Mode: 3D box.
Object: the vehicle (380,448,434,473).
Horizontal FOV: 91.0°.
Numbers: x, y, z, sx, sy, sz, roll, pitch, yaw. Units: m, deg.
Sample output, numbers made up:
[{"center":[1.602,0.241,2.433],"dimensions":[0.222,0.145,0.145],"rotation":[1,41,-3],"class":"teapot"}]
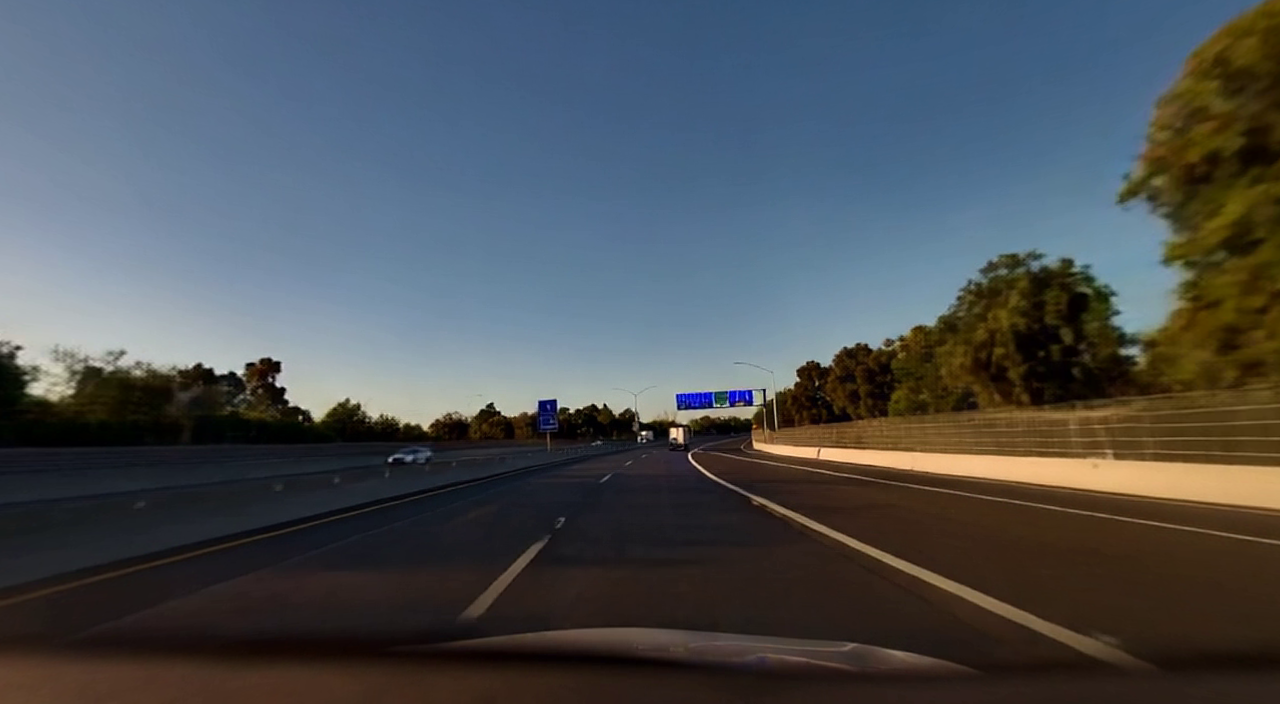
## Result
[{"center":[-14.747,6.873,40.049],"dimensions":[1.938,1.469,3.725],"rotation":[-1,-8,2],"class":"vehicle"}]
